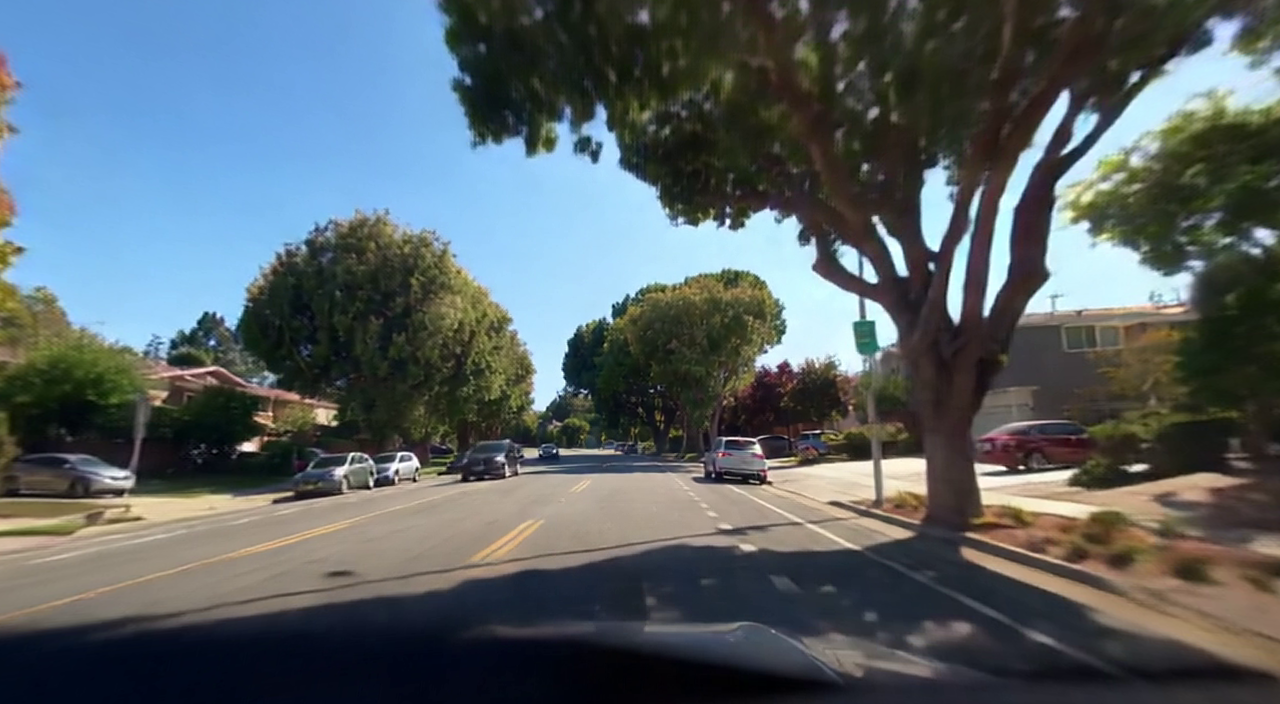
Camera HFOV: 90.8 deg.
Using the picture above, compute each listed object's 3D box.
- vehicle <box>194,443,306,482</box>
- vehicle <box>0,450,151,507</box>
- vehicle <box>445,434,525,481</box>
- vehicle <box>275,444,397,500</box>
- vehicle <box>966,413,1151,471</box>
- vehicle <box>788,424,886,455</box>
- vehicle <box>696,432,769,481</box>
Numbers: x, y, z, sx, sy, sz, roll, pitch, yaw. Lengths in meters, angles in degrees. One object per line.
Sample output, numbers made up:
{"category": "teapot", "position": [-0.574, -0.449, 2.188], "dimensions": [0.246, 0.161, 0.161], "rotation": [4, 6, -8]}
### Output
{"category": "vehicle", "position": [-20.218, 5.726, 32.887], "dimensions": [4.398, 1.902, 2.043], "rotation": [0, -8, 1]}
{"category": "vehicle", "position": [-18.840, 4.047, 20.515], "dimensions": [4.179, 1.700, 2.105], "rotation": [0, -8, 3]}
{"category": "vehicle", "position": [-6.686, 4.597, 27.892], "dimensions": [2.294, 1.831, 5.199], "rotation": [0, -8, -1]}
{"category": "vehicle", "position": [-11.066, 4.359, 23.487], "dimensions": [2.293, 1.836, 4.586], "rotation": [0, -8, -1]}
{"category": "vehicle", "position": [13.023, 2.831, 19.900], "dimensions": [4.360, 1.692, 2.011], "rotation": [0, -8, -1]}
{"category": "vehicle", "position": [12.620, 5.682, 40.870], "dimensions": [5.437, 1.931, 2.837], "rotation": [0, -8, 1]}
{"category": "vehicle", "position": [3.689, 4.276, 26.263], "dimensions": [2.176, 1.793, 5.534], "rotation": [0, -8, 0]}
